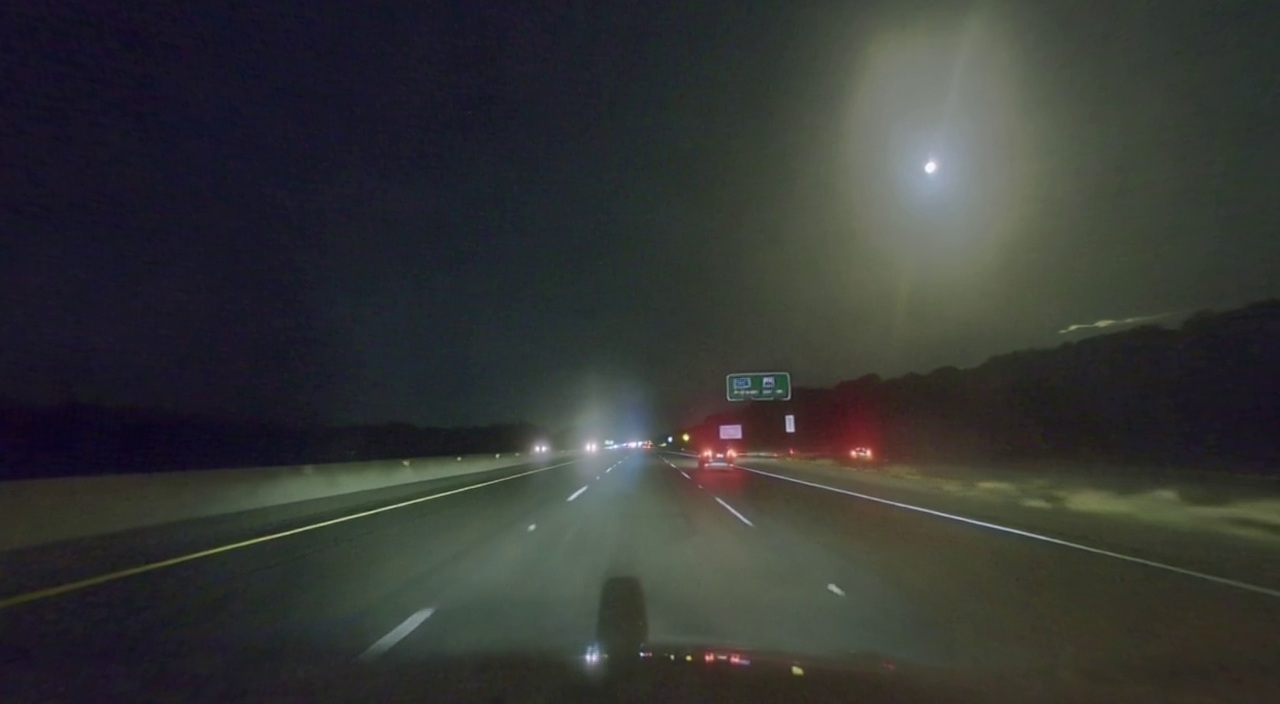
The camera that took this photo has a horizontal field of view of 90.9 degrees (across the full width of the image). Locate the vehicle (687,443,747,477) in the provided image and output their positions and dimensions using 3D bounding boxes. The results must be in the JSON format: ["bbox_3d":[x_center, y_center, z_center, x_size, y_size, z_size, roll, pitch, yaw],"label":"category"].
[{"bbox_3d":[3.563,5.057,29.969,2.193,1.462,4.533,0,-8,-1],"label":"vehicle"}]
